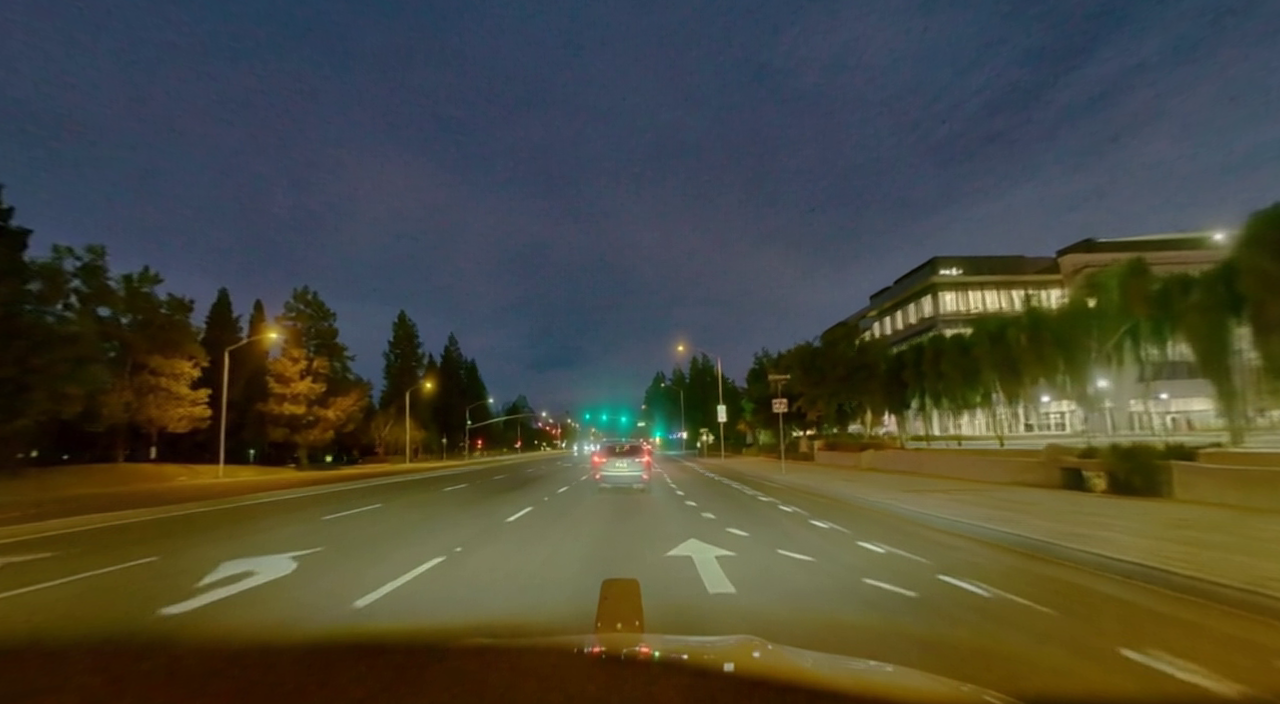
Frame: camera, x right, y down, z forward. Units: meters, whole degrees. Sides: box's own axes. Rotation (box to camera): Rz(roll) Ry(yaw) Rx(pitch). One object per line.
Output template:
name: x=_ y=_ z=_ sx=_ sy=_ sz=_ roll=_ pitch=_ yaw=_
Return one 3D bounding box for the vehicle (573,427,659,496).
vehicle: x=-0.596 y=3.028 z=17.807 sx=2.130 sy=1.711 sz=4.038 roll=0 pitch=-8 yaw=0
